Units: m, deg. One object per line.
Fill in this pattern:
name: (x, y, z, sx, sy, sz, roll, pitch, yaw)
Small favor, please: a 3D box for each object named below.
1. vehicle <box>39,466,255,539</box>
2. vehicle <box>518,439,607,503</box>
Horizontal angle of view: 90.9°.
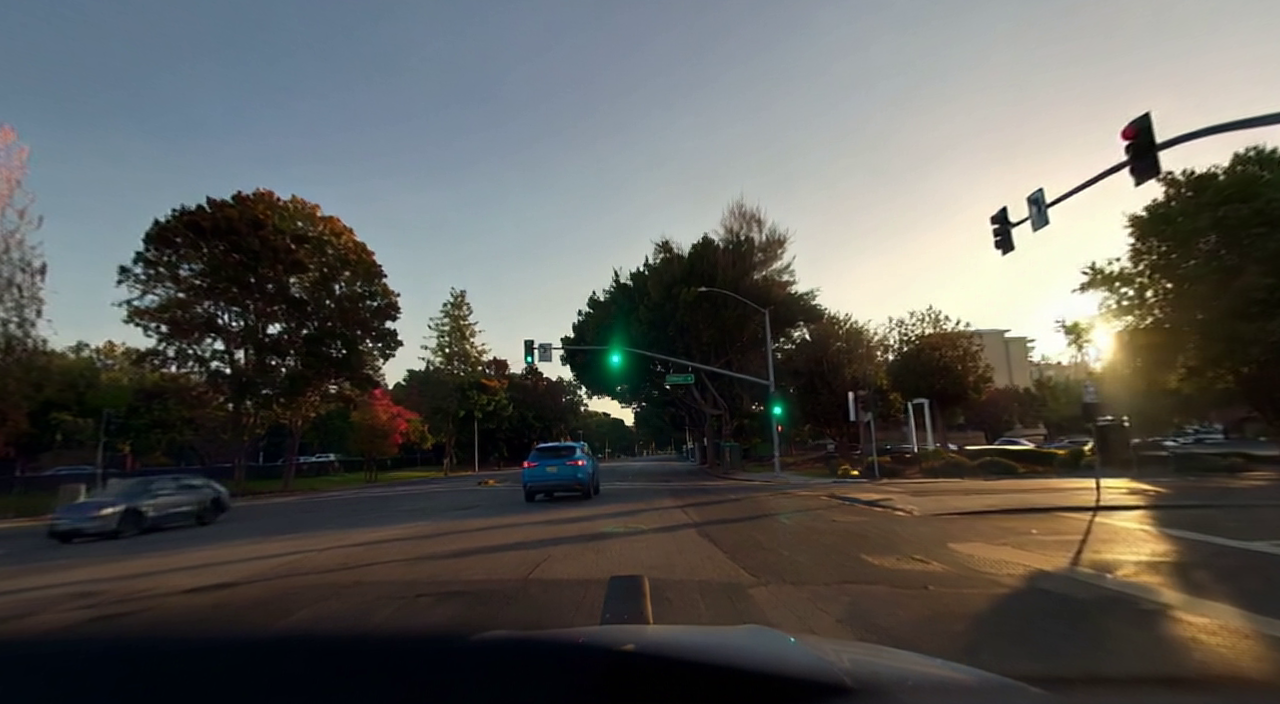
vehicle: (-12.429, 3.776, 16.357, 1.980, 1.452, 4.318, -1, -8, 2)
vehicle: (-2.319, 3.716, 20.202, 2.123, 1.799, 4.425, -1, -8, 2)
